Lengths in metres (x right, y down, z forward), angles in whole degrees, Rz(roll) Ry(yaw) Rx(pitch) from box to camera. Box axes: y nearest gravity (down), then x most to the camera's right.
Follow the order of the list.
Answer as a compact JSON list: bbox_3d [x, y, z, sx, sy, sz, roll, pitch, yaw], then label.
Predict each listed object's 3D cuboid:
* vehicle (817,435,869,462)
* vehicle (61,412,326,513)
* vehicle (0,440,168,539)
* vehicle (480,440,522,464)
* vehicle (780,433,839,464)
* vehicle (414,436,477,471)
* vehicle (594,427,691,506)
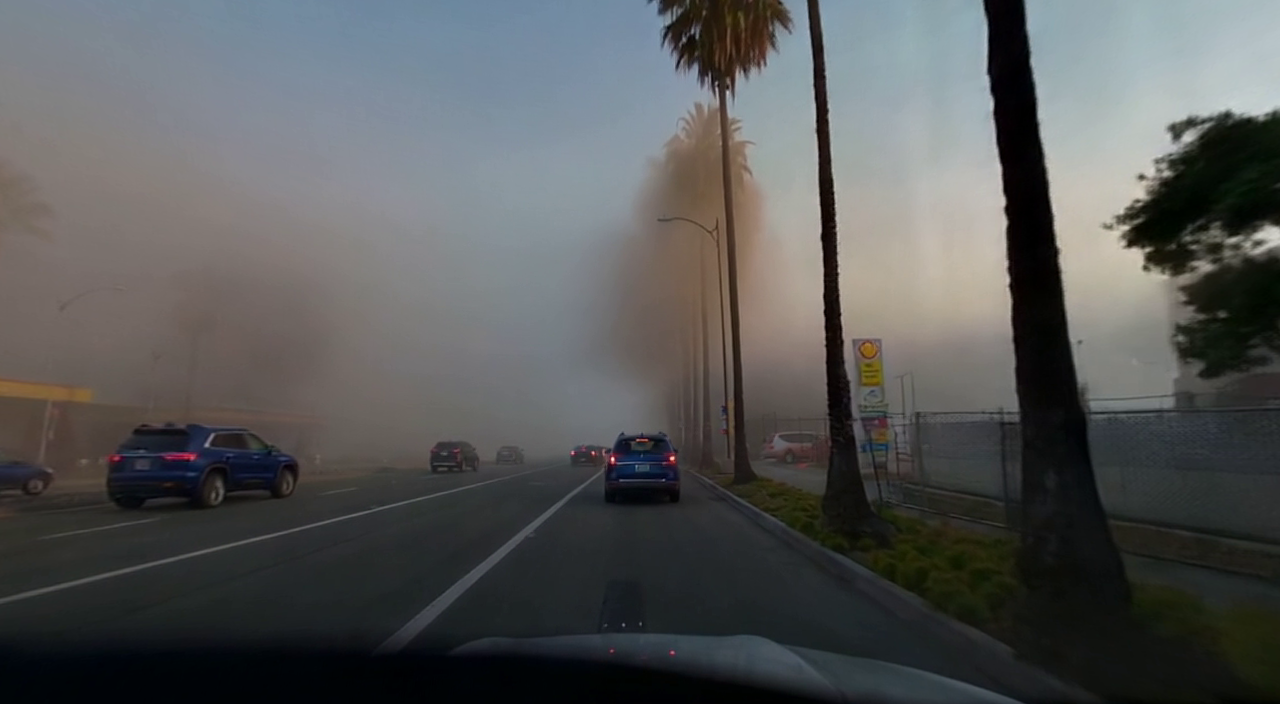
[{"bbox_3d":[12.066,5.746,37.571,1.681,1.503,3.781,0,-8,-3],"label":"vehicle"},{"bbox_3d":[-9.959,2.530,14.822,2.269,1.934,5.350,0,-8,0],"label":"vehicle"},{"bbox_3d":[-10.005,2.146,10.191,1.924,1.384,3.426,0,-8,1],"label":"vehicle"},{"bbox_3d":[-10.471,7.570,47.726,1.998,1.731,4.952,0,-8,0],"label":"vehicle"},{"bbox_3d":[8.268,4.665,30.409,1.837,1.416,3.947,-4,-10,28],"label":"vehicle"},{"bbox_3d":[-10.562,5.545,34.417,1.965,1.743,4.327,0,-8,1],"label":"vehicle"},{"bbox_3d":[0.092,2.797,15.752,2.121,1.710,3.893,0,-8,1],"label":"vehicle"}]
